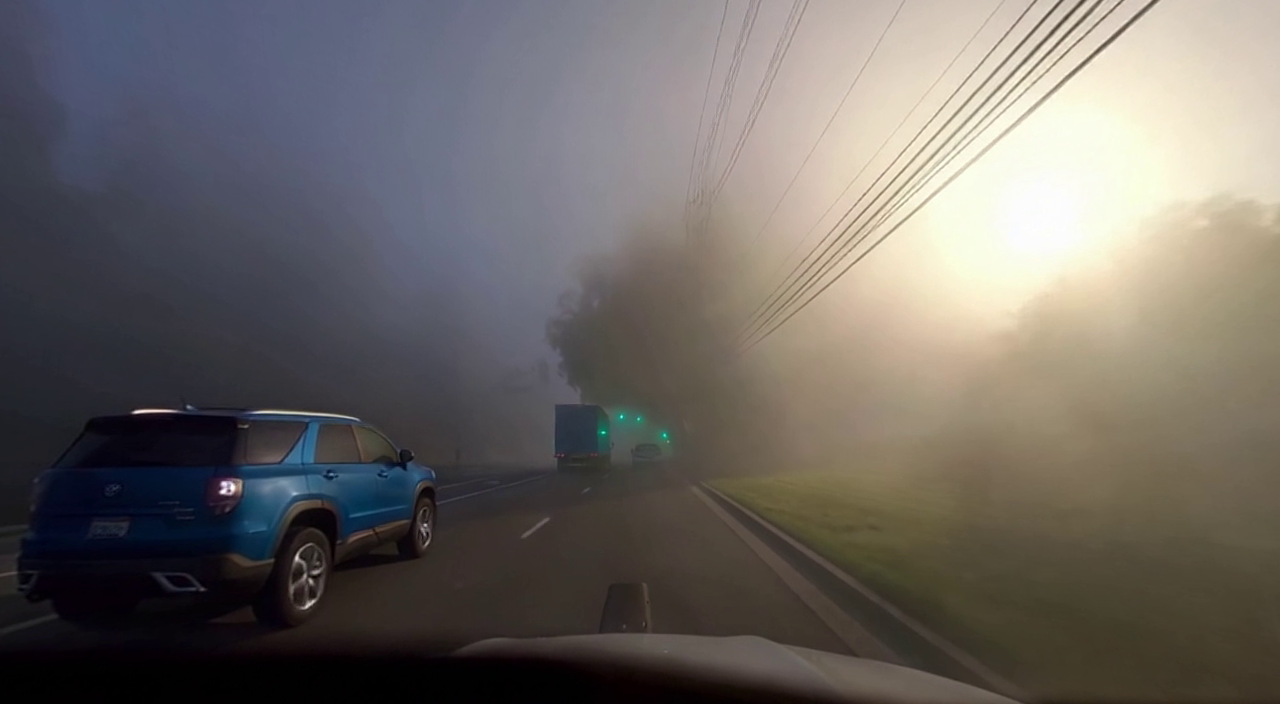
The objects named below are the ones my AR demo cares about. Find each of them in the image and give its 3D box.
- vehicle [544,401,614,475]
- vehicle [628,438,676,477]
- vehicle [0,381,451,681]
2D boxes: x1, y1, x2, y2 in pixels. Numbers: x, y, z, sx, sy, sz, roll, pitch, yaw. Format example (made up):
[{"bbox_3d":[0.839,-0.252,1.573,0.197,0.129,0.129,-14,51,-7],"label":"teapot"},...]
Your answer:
[{"bbox_3d":[-3.252,4.986,36.104,2.928,3.658,8.980,0,-9,1],"label":"vehicle"},{"bbox_3d":[0.562,5.040,30.339,2.174,1.749,4.113,0,-9,1],"label":"vehicle"},{"bbox_3d":[-3.676,1.437,6.221,2.093,1.832,4.508,-1,-9,2],"label":"vehicle"}]
